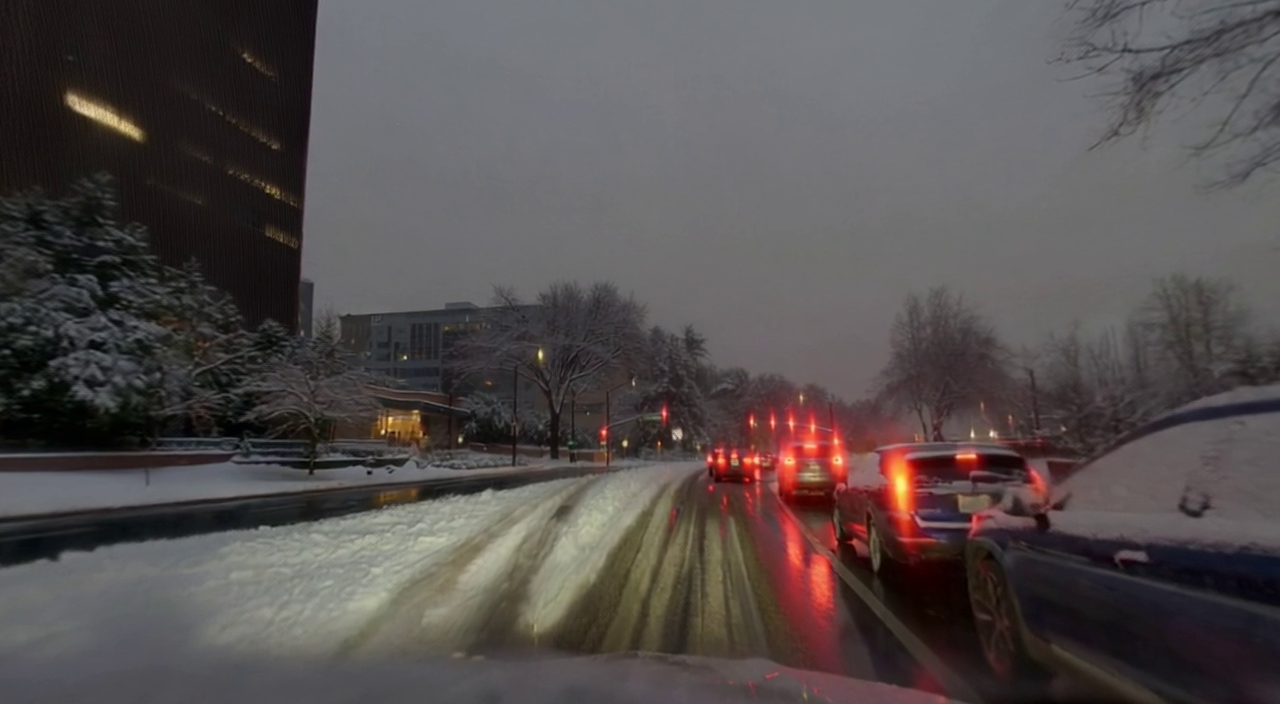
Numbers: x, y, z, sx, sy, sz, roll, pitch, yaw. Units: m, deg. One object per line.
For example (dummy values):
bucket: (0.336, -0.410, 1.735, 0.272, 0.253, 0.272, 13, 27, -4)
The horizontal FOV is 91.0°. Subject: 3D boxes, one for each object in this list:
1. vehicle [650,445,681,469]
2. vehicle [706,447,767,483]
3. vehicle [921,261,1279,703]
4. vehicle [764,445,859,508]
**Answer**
vehicle: (1.982, 7.886, 47.490, 2.121, 1.728, 4.161, -1, -9, 6)
vehicle: (4.523, 5.345, 30.129, 2.183, 1.553, 3.923, 0, -9, -1)
vehicle: (2.482, 0.693, 1.524, 2.092, 1.703, 4.870, -2, -9, 10)
vehicle: (4.993, 3.642, 19.055, 2.089, 1.609, 4.922, -1, -9, 7)
